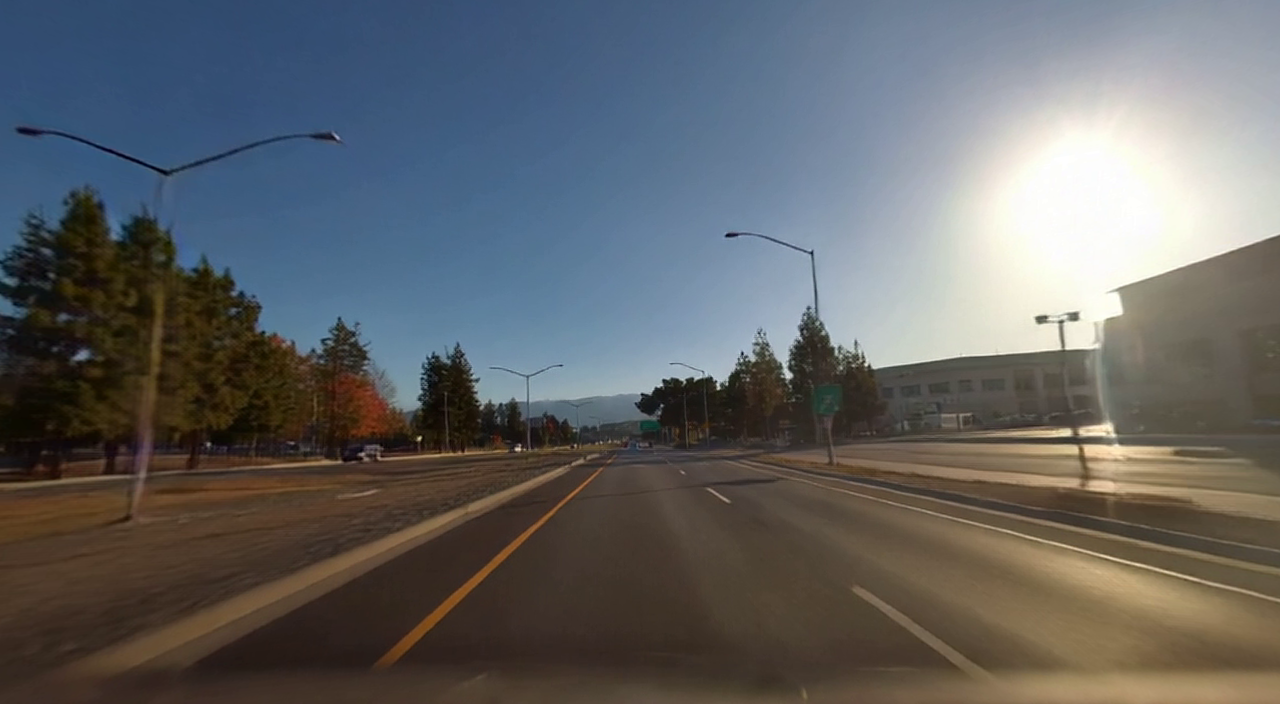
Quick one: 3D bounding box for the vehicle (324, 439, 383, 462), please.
[{"bbox_3d":[-19.274,6.638,42.741,1.790,1.453,4.618,0,-9,1],"label":"vehicle"}]
